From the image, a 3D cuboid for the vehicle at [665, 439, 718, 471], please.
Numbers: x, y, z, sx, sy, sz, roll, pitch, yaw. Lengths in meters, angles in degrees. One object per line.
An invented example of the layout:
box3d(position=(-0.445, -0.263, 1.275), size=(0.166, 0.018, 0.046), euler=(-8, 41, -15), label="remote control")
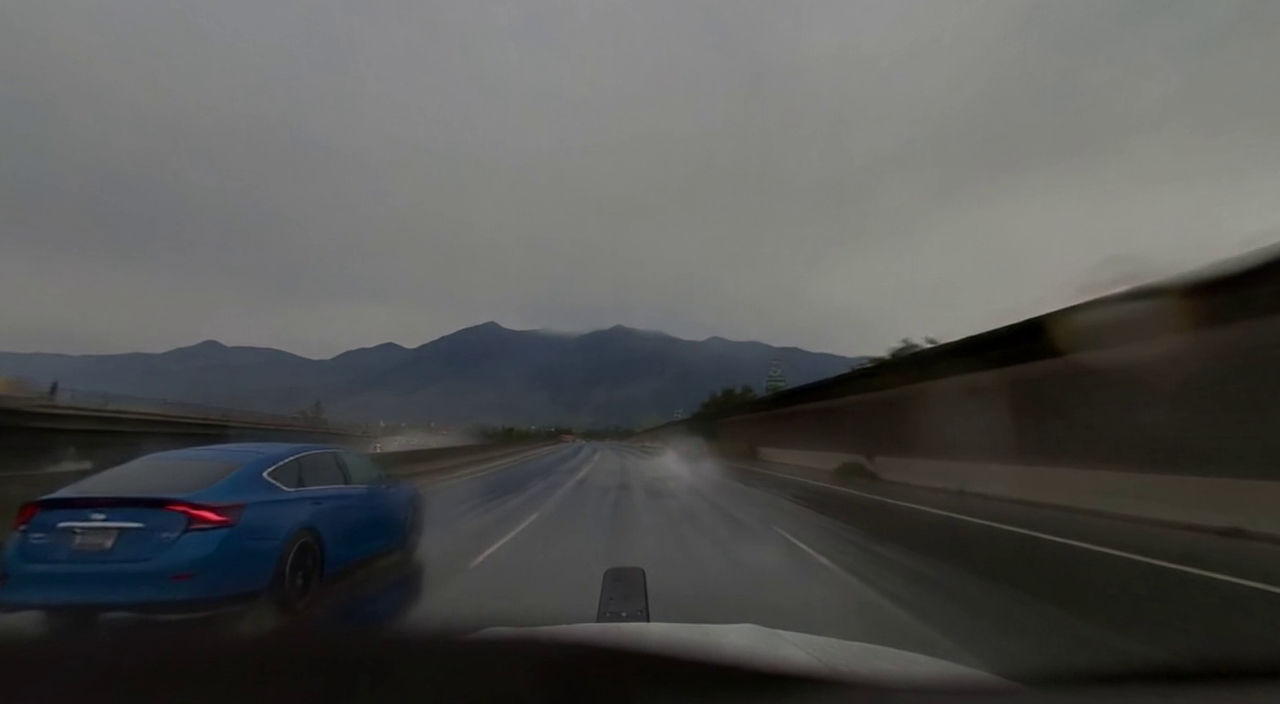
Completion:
box3d(position=(2.415, 4.992, 30.647), size=(1.985, 1.440, 4.466), euler=(0, -9, -3), label="vehicle")
